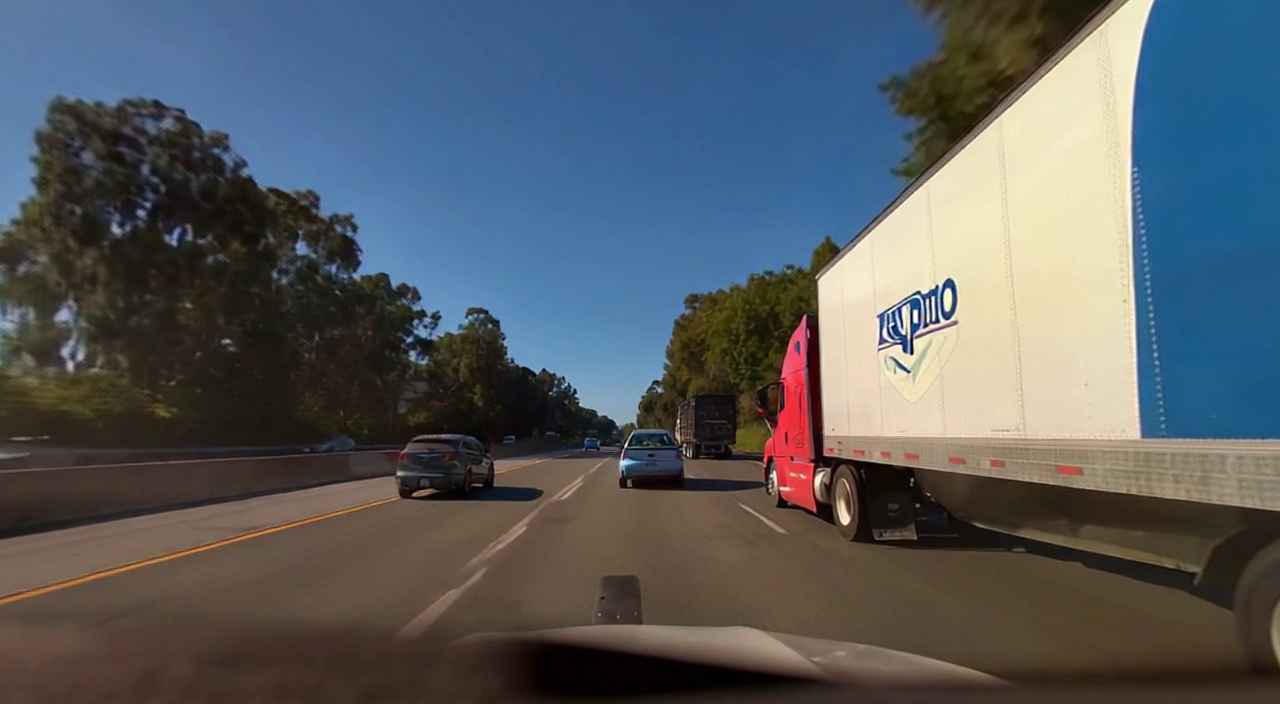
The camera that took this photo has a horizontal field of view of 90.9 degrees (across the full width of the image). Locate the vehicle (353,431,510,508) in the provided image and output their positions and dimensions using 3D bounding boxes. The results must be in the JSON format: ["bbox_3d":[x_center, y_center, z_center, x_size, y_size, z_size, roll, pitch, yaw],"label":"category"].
[{"bbox_3d":[-4.445,2.548,14.283,2.048,1.452,4.430,0,-8,0],"label":"vehicle"}]

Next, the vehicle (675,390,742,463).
[{"bbox_3d":[4.212,5.092,42.130,2.869,4.067,13.731,0,-8,0],"label":"vehicle"}]

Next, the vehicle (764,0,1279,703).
[{"bbox_3d":[4.237,0.190,6.532,2.816,4.070,14.136,0,-8,-1],"label":"vehicle"}]

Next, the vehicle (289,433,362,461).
[{"bbox_3d":[-18.035,5.424,36.374,1.817,1.495,4.331,0,-8,2],"label":"vehicle"}]

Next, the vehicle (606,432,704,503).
[{"bbox_3d":[0.308,2.620,14.814,2.021,1.435,3.611,0,-8,0],"label":"vehicle"}]
